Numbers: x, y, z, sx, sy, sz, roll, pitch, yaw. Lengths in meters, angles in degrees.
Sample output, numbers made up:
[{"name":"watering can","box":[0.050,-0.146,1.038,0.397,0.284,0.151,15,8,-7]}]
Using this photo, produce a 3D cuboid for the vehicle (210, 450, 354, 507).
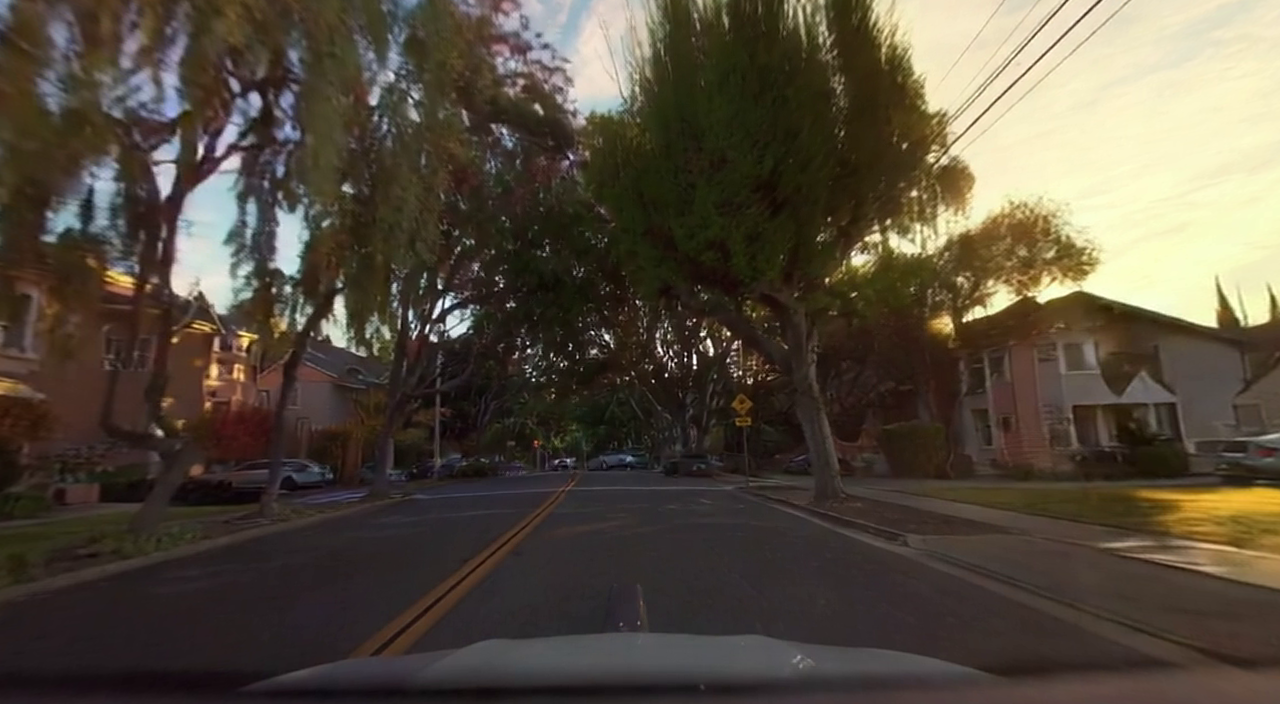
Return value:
[{"name":"vehicle","box":[-17.157,6.015,30.454,5.586,2.532,2.444,-1,-8,8]}]

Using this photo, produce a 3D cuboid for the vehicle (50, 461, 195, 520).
[{"name":"vehicle","box":[-26.399,7.060,32.317,5.794,2.630,2.500,-4,-9,12]}]

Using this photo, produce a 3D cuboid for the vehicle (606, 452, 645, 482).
[{"name":"vehicle","box":[-0.848,6.298,34.878,2.022,1.481,4.050,0,-8,-3]}]

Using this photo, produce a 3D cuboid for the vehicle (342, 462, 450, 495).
[{"name":"vehicle","box":[-12.350,6.404,32.138,4.676,1.484,2.068,-2,-8,12]}]
